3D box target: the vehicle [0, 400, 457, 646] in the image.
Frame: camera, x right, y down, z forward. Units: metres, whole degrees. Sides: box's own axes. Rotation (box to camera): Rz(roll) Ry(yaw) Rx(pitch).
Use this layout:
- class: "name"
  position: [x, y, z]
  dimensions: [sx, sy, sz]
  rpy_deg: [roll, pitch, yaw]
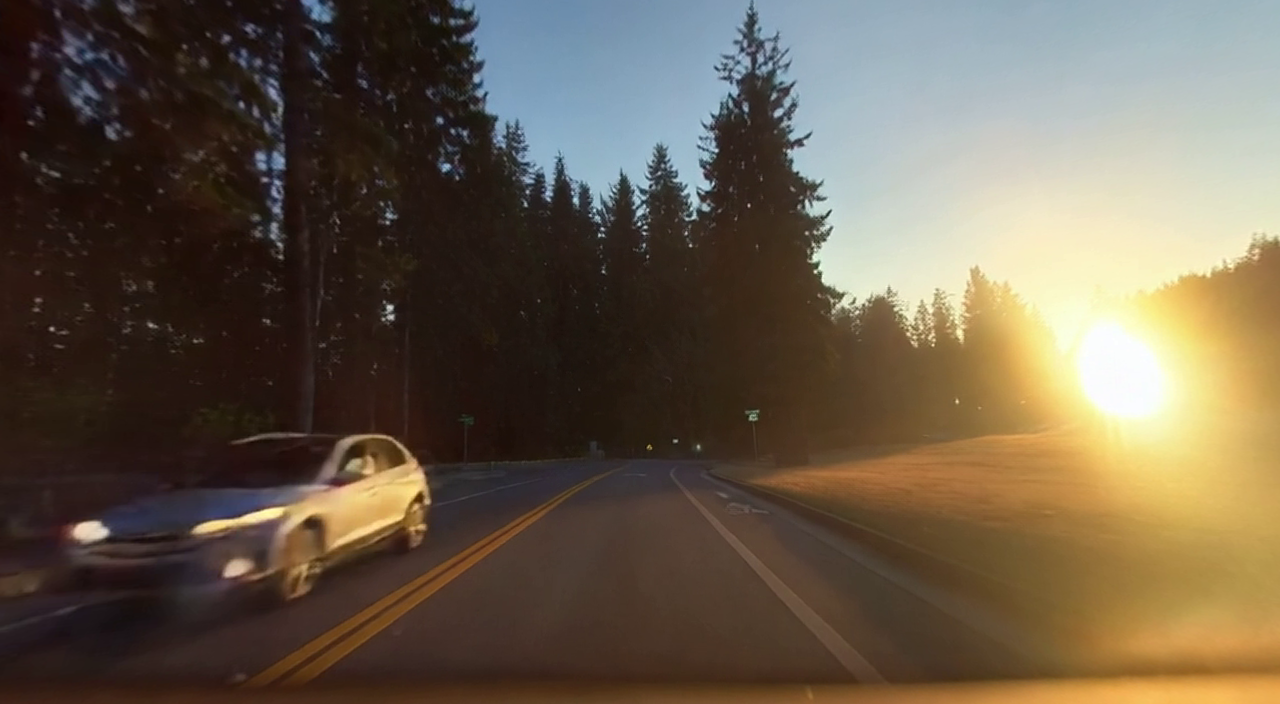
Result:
- class: "vehicle"
  position: [-3.974, 1.578, 6.949]
  dimensions: [2.390, 1.721, 4.863]
  rpy_deg: [0, -9, 1]
